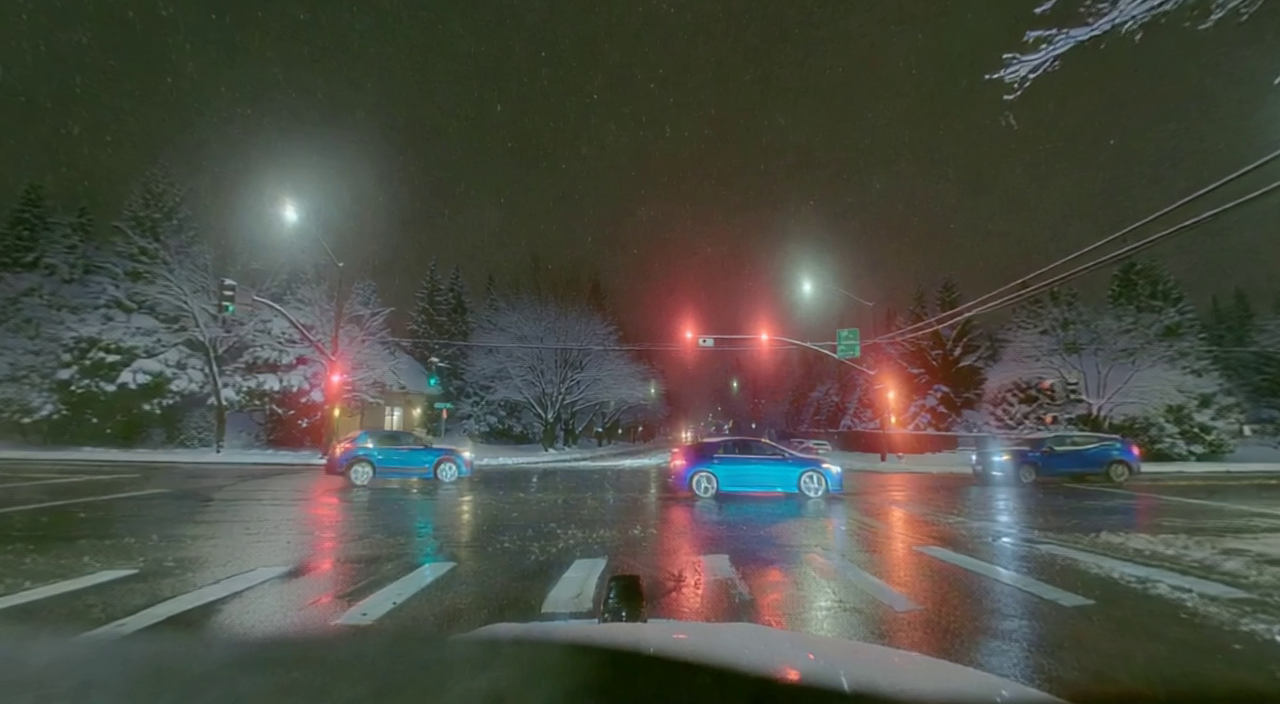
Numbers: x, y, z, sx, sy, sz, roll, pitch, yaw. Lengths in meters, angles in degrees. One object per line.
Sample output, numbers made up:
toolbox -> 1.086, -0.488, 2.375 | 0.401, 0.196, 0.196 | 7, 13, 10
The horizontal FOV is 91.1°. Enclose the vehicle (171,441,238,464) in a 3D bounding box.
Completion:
vehicle -> -29.107, 6.695, 42.053 | 1.696, 1.431, 3.686 | 0, -8, 3

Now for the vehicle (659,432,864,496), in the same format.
vehicle -> 3.017, 2.917, 16.529 | 5.000, 1.559, 1.960 | 0, -8, 1

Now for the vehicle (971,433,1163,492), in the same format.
vehicle -> 13.596, 3.532, 20.270 | 4.580, 1.768, 2.134 | 0, -8, 1

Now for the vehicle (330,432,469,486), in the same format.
vehicle -> -8.333, 3.747, 22.234 | 4.346, 1.753, 1.994 | 2, -9, -15
